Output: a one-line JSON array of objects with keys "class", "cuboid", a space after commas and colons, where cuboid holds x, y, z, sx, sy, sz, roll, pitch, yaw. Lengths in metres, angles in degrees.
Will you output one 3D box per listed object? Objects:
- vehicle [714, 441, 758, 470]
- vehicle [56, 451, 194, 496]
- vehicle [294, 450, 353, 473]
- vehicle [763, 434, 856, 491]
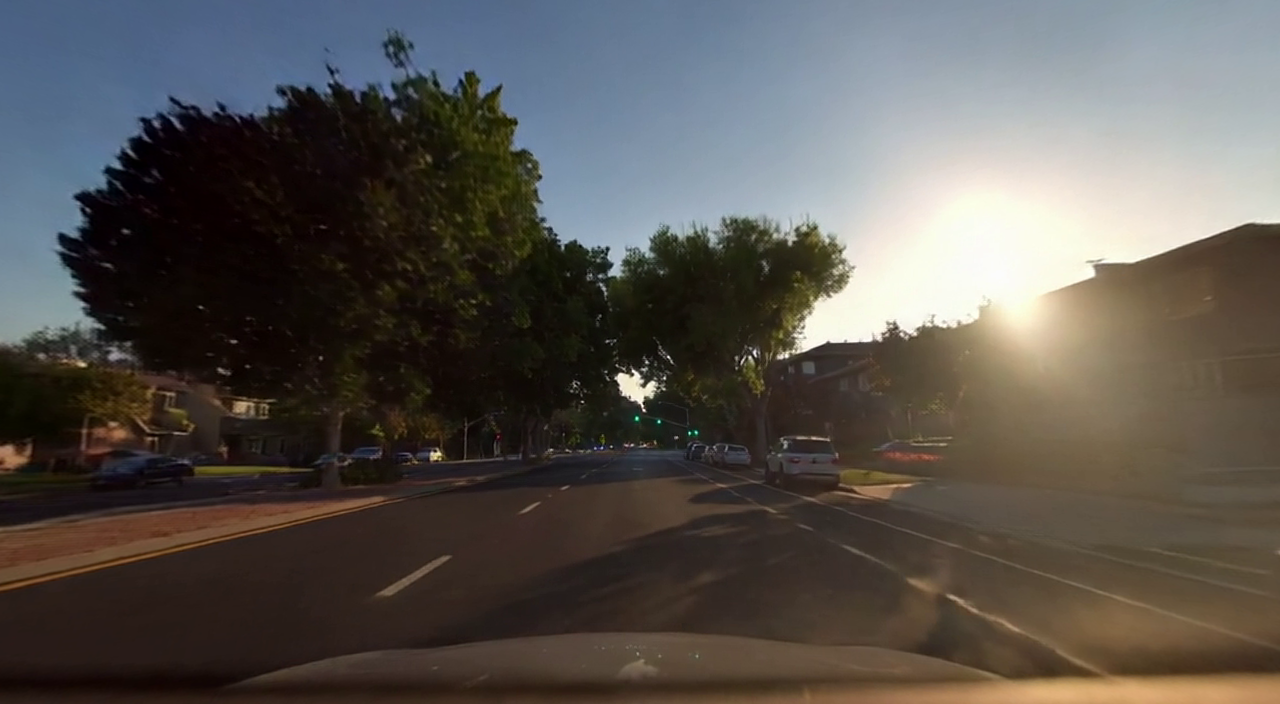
[{"class": "vehicle", "cuboid": [5.972, 6.507, 39.609, 1.918, 1.662, 4.393, 1, -9, -2]}, {"class": "vehicle", "cuboid": [-22.002, 5.161, 27.094, 1.911, 1.473, 4.610, -1, -6, 3]}, {"class": "vehicle", "cuboid": [-22.302, 7.717, 44.484, 1.883, 1.450, 4.659, 1, -9, -2]}, {"class": "vehicle", "cuboid": [5.895, 3.890, 22.453, 2.004, 1.816, 4.585, 0, -9, 0]}]
